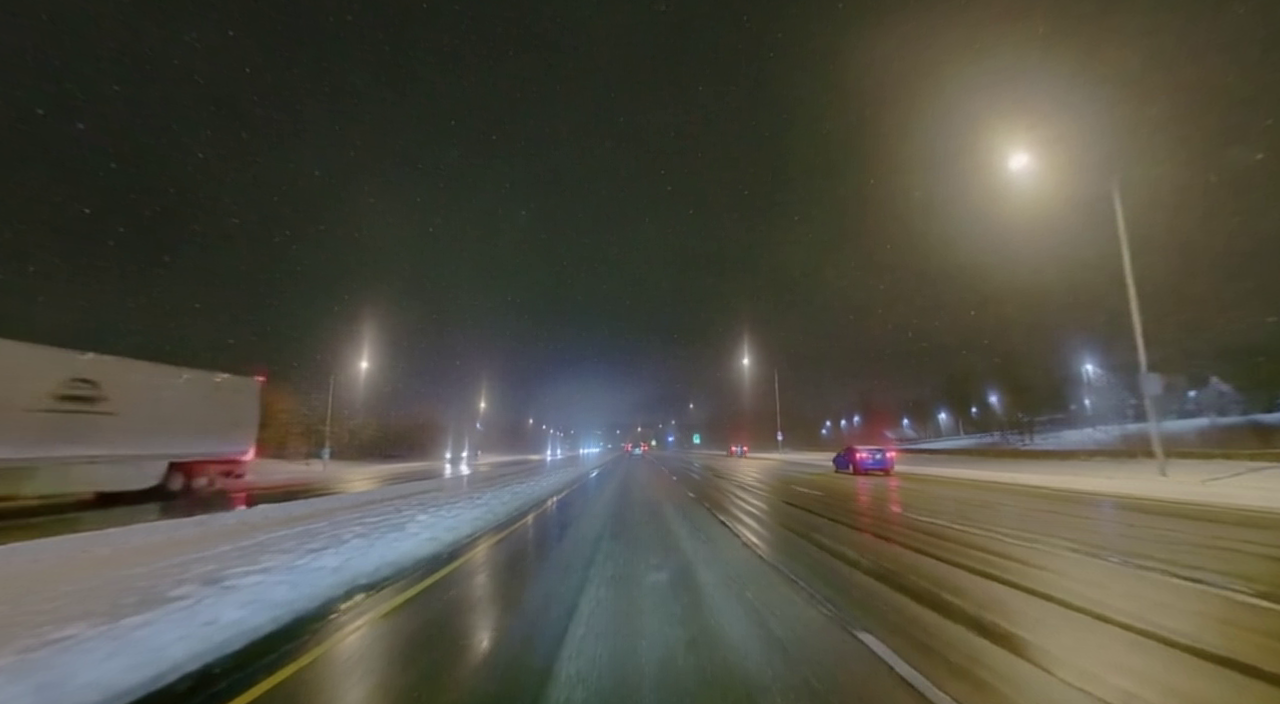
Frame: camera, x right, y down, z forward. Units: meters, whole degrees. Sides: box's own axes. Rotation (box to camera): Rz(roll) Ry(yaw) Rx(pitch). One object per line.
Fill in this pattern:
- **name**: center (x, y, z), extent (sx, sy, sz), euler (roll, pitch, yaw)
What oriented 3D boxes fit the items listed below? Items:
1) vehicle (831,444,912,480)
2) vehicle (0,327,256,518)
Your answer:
- **vehicle**: center (10.608, 5.064, 29.392), extent (2.024, 1.481, 4.747), euler (0, -8, 0)
- **vehicle**: center (-17.579, 2.031, 17.826), extent (3.115, 4.736, 16.407), euler (0, -8, 0)
